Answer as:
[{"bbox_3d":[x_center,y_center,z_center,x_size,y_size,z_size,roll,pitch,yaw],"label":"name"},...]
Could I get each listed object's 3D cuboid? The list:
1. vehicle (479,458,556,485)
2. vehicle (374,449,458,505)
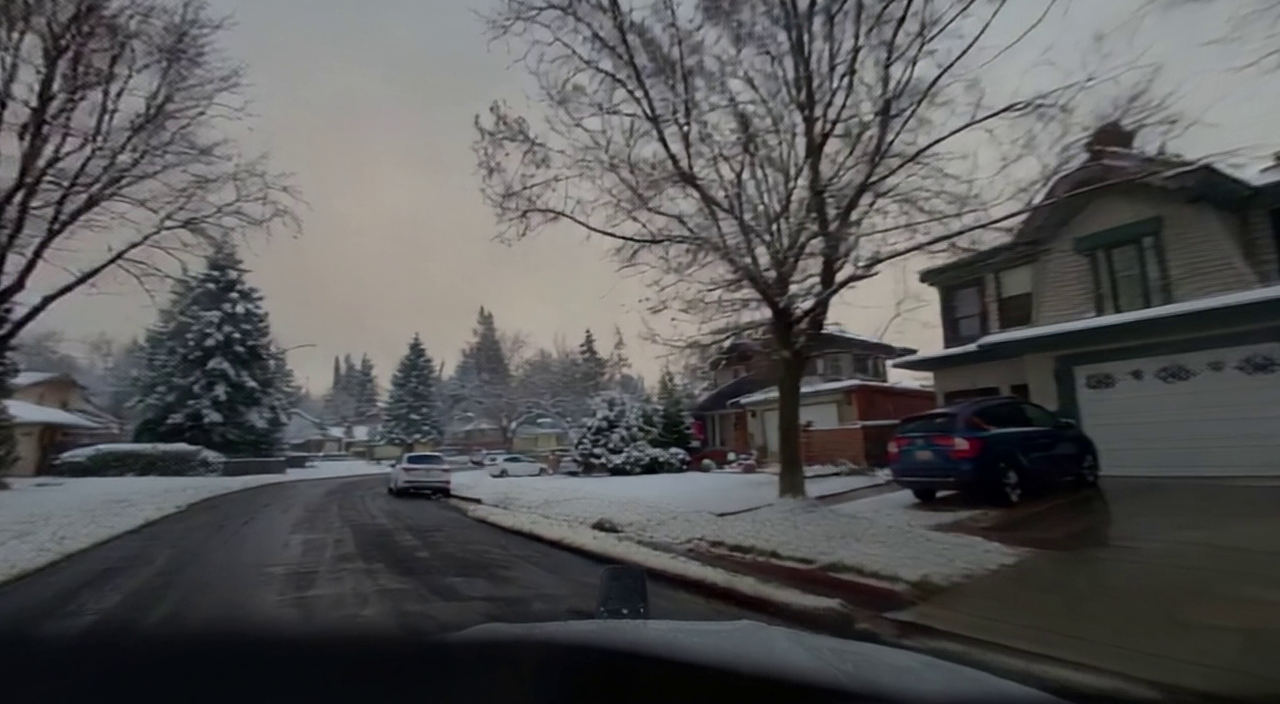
[{"bbox_3d":[-7.513,7.286,38.553,4.457,1.510,1.762,2,-9,-13],"label":"vehicle"},{"bbox_3d":[-8.415,4.535,23.345,2.163,1.760,4.591,5,-10,-28],"label":"vehicle"}]
